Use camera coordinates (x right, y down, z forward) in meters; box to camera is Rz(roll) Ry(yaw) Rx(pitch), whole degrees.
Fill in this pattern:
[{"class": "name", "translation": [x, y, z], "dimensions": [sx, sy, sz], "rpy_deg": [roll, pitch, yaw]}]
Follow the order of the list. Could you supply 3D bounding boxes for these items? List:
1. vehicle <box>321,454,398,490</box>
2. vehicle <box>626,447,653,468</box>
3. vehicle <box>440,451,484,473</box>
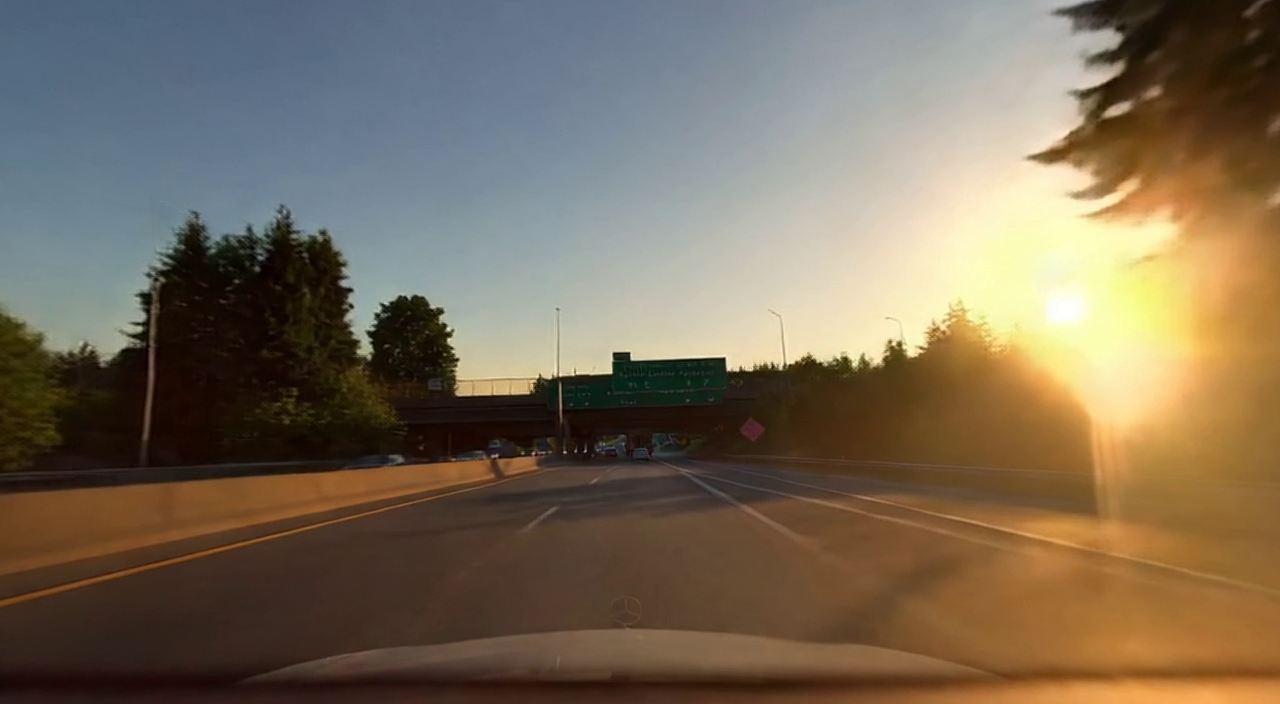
[{"class": "vehicle", "translation": [-12.302, 5.266, 27.888], "dimensions": [1.764, 1.417, 3.582], "rpy_deg": [0, -9, 0]}, {"class": "vehicle", "translation": [-0.016, 7.595, 45.430], "dimensions": [1.860, 1.473, 3.689], "rpy_deg": [0, -9, 1]}, {"class": "vehicle", "translation": [-12.461, 7.698, 44.391], "dimensions": [1.829, 1.472, 4.158], "rpy_deg": [0, -9, 1]}]
